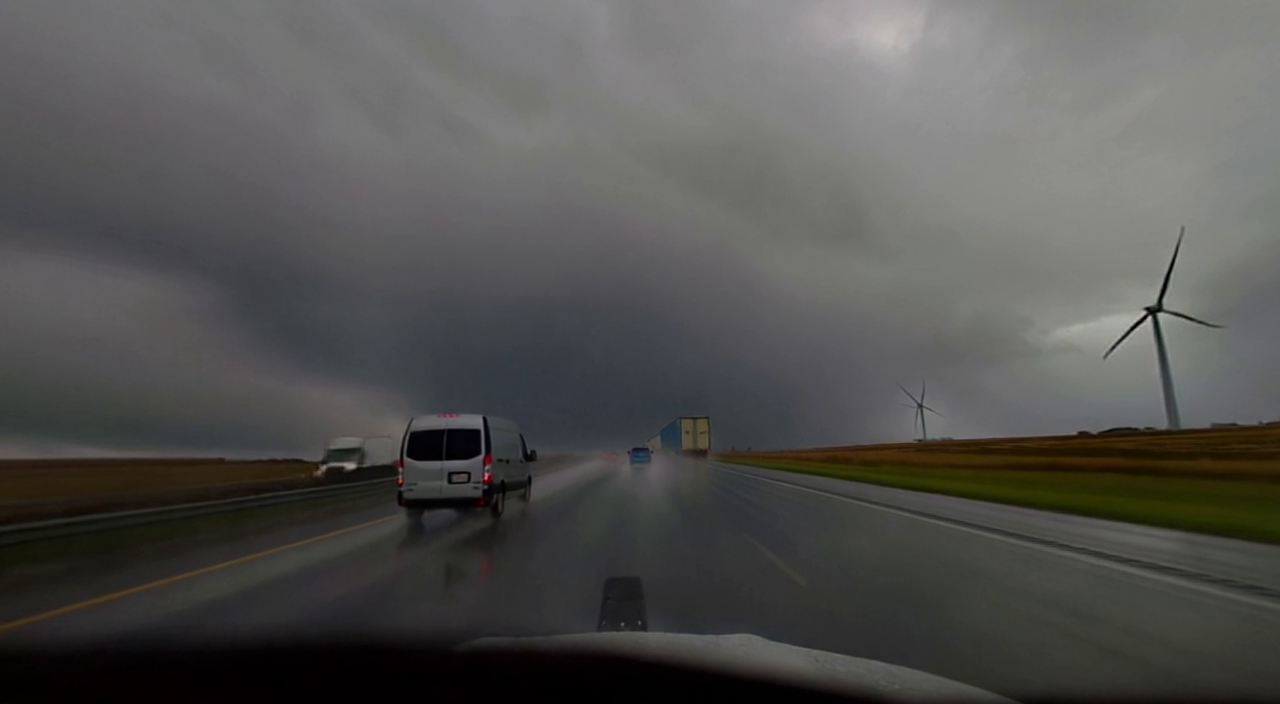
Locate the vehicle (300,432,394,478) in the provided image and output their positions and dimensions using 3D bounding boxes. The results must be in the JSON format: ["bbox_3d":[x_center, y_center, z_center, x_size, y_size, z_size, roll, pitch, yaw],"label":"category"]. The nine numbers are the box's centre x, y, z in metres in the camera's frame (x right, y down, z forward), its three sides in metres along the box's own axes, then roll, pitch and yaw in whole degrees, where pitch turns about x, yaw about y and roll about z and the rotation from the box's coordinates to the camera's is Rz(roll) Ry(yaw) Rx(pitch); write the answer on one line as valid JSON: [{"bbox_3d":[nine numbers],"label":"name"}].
[{"bbox_3d":[-19.019,6.739,41.432,2.615,2.762,7.117,0,-9,1],"label":"vehicle"}]

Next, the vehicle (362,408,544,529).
[{"bbox_3d":[-3.452,2.285,12.822,2.238,1.984,4.650,0,-9,0],"label":"vehicle"}]

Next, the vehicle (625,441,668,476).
[{"bbox_3d":[0.325,5.495,32.631,2.083,1.689,4.083,0,-9,0],"label":"vehicle"}]
